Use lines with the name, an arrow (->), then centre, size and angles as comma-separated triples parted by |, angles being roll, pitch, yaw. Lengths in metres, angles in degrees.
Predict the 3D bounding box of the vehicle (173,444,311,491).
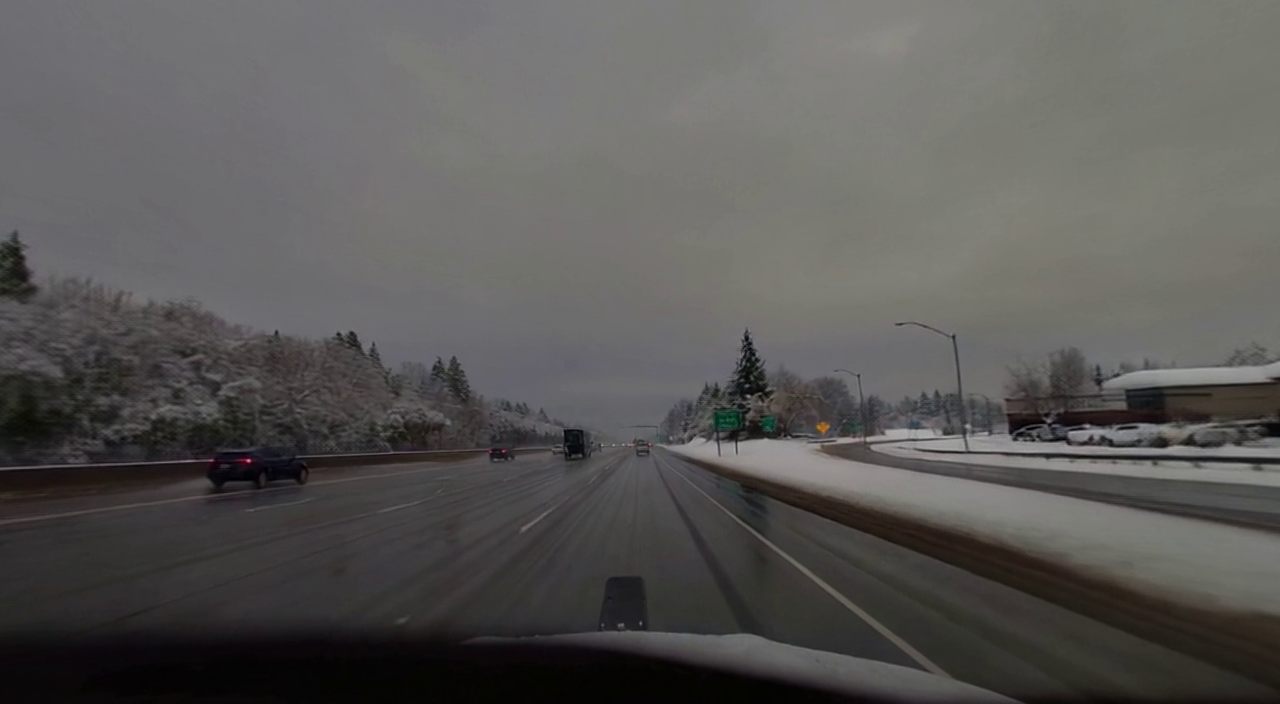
vehicle -> -13.901, 4.029, 22.419 | 1.988, 1.477, 4.442 | 0, -8, 0
